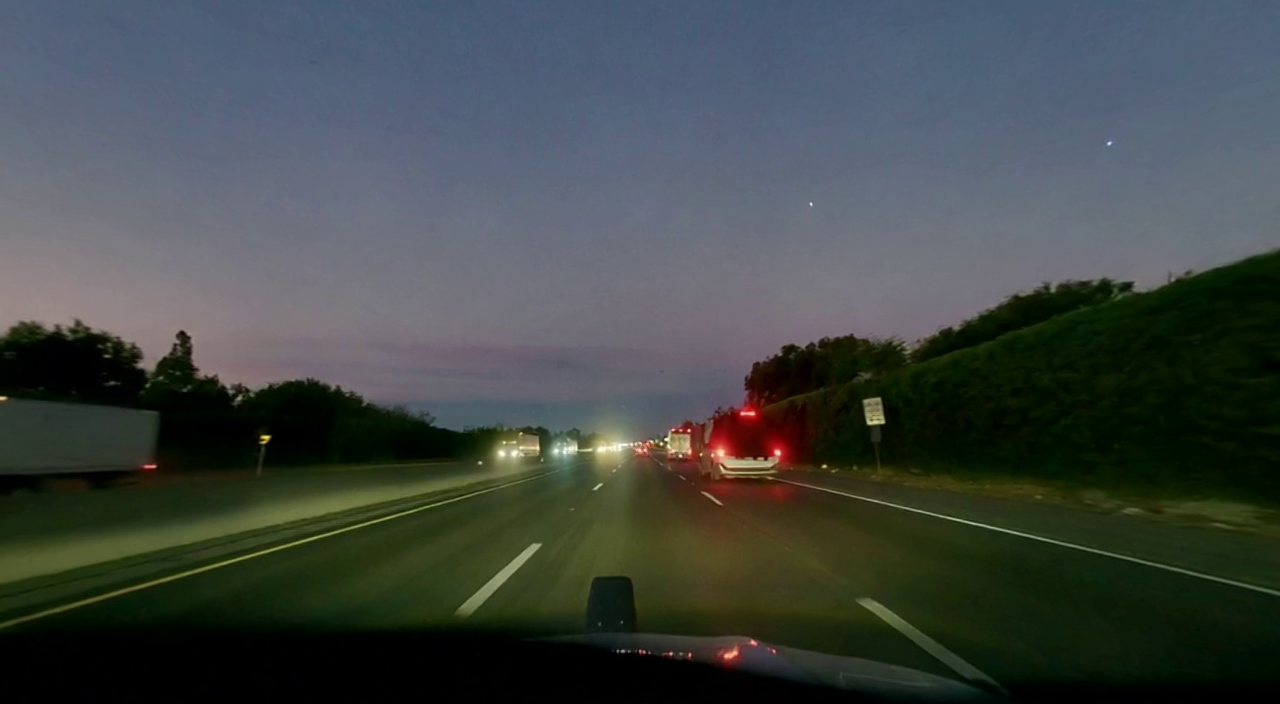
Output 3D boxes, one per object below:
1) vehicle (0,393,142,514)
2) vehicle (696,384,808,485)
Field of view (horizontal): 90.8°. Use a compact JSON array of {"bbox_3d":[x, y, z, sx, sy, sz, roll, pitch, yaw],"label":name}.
[{"bbox_3d":[-19.039,2.920,18.109,2.979,3.294,7.760,0,-9,1],"label":"vehicle"},{"bbox_3d":[4.688,3.930,29.078,3.032,3.785,10.333,0,-9,-1],"label":"vehicle"}]
